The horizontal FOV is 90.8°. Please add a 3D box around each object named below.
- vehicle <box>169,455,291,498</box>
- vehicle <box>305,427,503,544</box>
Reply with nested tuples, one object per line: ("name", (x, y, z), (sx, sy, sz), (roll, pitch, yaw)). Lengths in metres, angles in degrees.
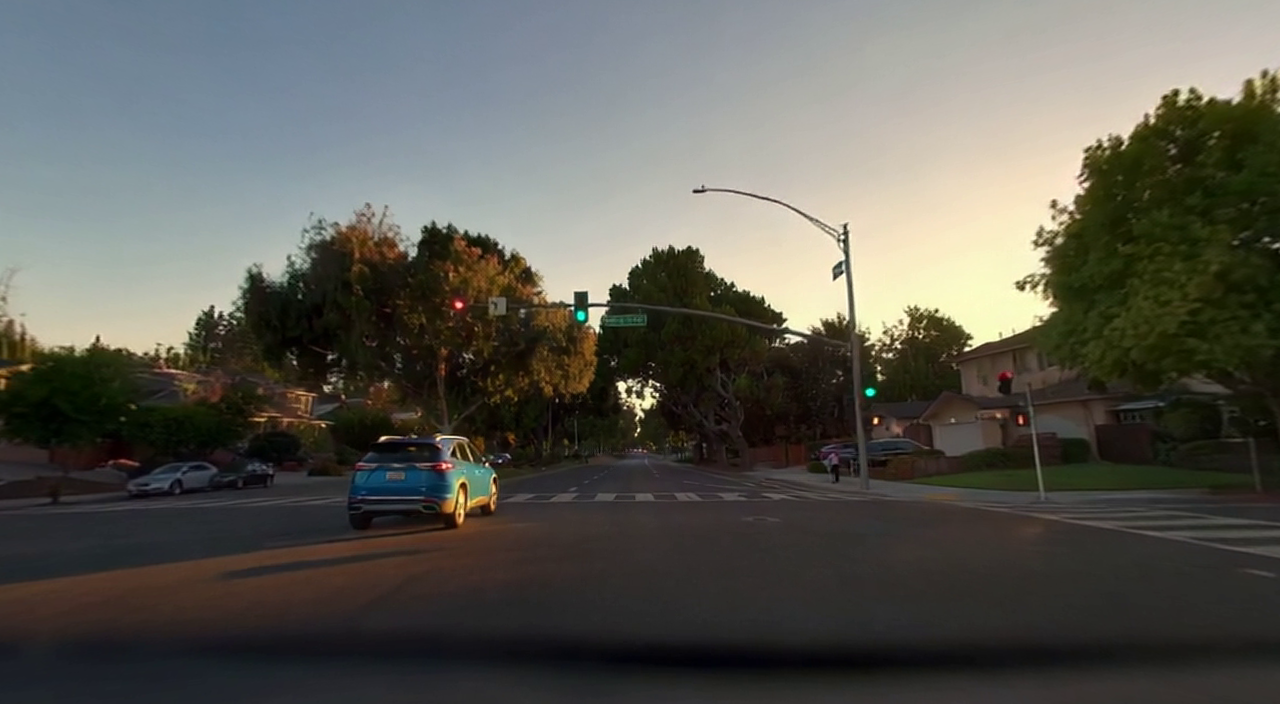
("vehicle", (-16.679, 5.044, 26.028), (1.941, 1.495, 4.713), (0, -8, -1))
("vehicle", (-4.020, 2.316, 11.674), (1.993, 1.733, 4.262), (0, -8, 0))
